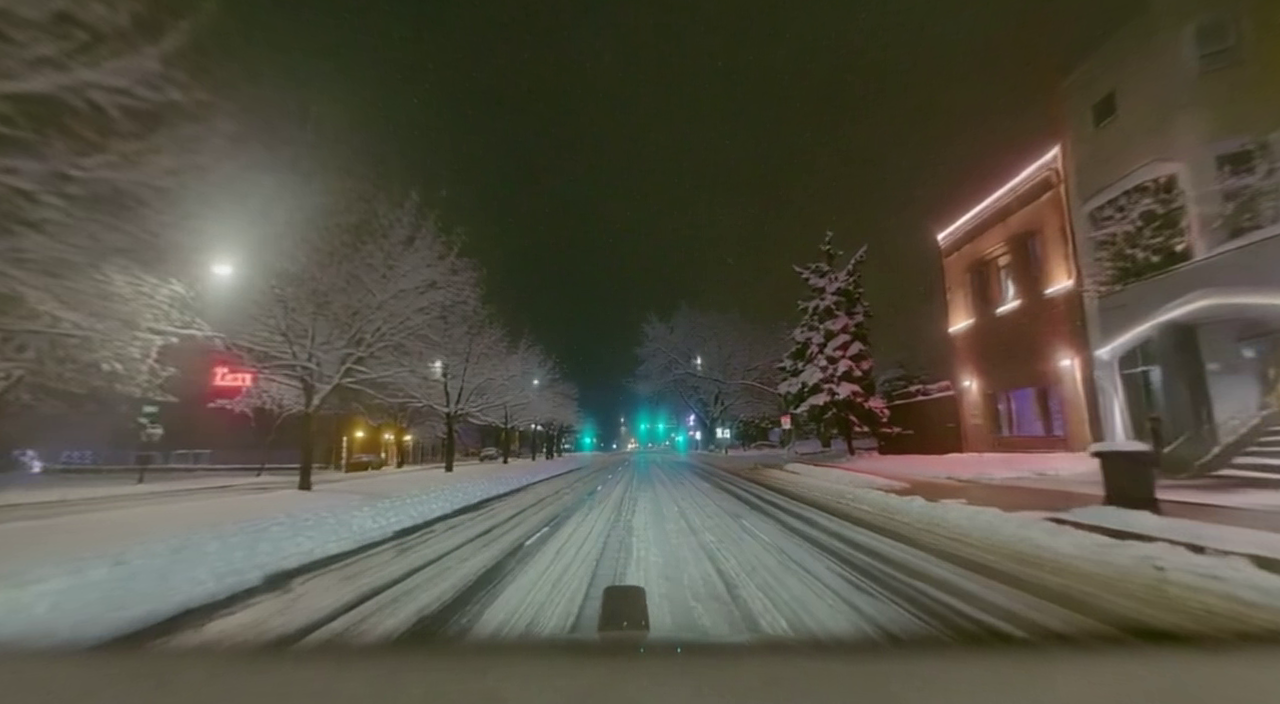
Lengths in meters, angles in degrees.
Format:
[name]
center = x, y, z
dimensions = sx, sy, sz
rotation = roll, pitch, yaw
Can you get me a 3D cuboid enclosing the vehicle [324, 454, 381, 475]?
[vehicle]
center = -22.099, 8.646, 48.653
dimensions = 2.135, 1.467, 4.653
rotation = -1, -8, 2
